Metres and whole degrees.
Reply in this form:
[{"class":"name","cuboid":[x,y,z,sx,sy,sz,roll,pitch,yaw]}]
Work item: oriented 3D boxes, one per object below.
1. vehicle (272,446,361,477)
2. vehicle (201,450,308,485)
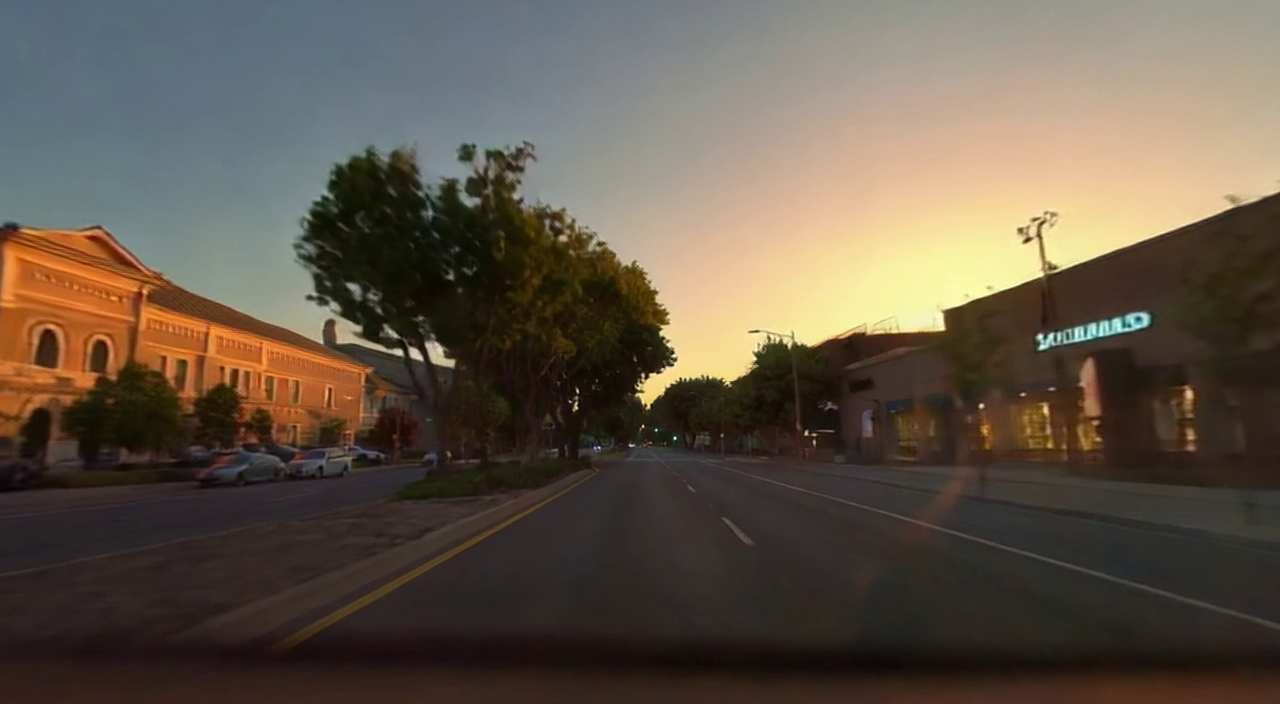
[{"class":"vehicle","cuboid":[-18.712,6.318,36.671,2.177,1.656,5.516,0,-9,2]},{"class":"vehicle","cuboid":[-18.810,5.613,30.961,2.034,1.562,4.828,0,-9,3]}]
